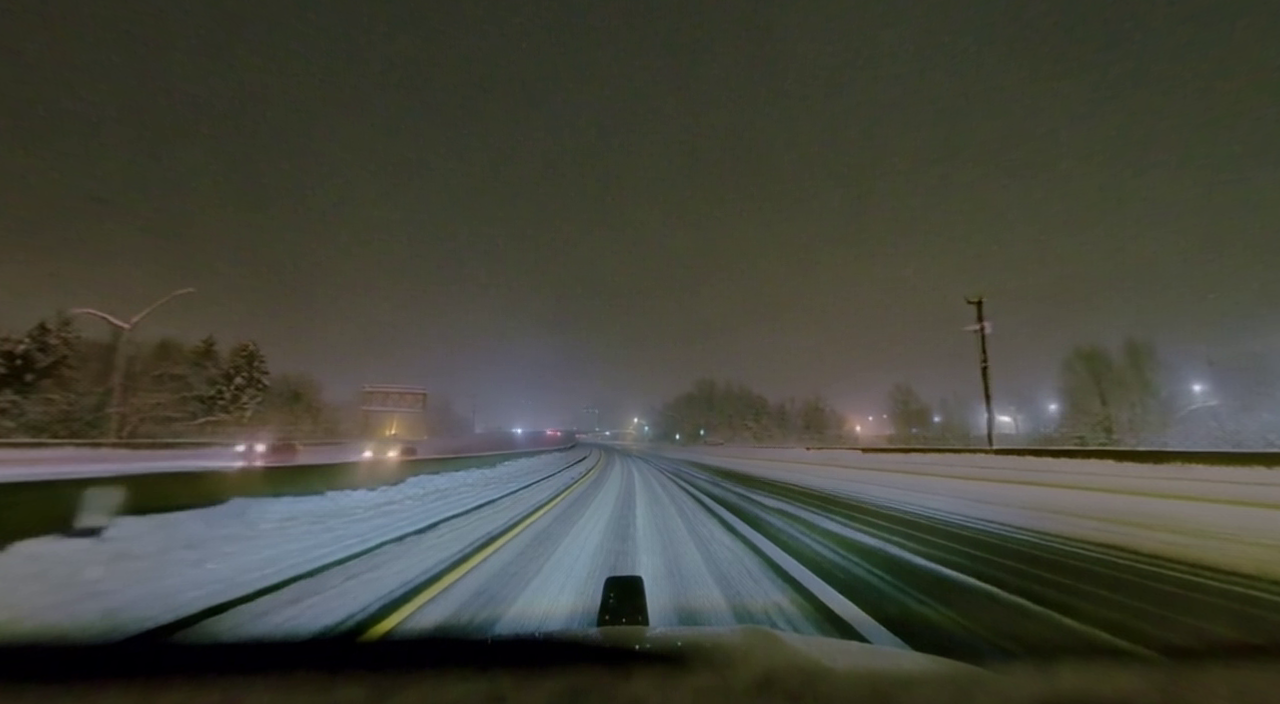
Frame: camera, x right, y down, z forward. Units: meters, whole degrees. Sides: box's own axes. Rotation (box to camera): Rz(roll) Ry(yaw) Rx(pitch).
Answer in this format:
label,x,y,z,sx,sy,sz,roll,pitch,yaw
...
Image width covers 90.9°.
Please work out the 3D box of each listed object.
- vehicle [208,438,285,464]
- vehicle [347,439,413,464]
label,x,y,z,sx,sy,sz,roll,pitch,yaw
vehicle,-25.541,6.439,41.165,2.064,1.592,4.701,0,-8,-1
vehicle,-16.566,6.357,40.440,2.132,1.496,5.069,0,-8,-1
